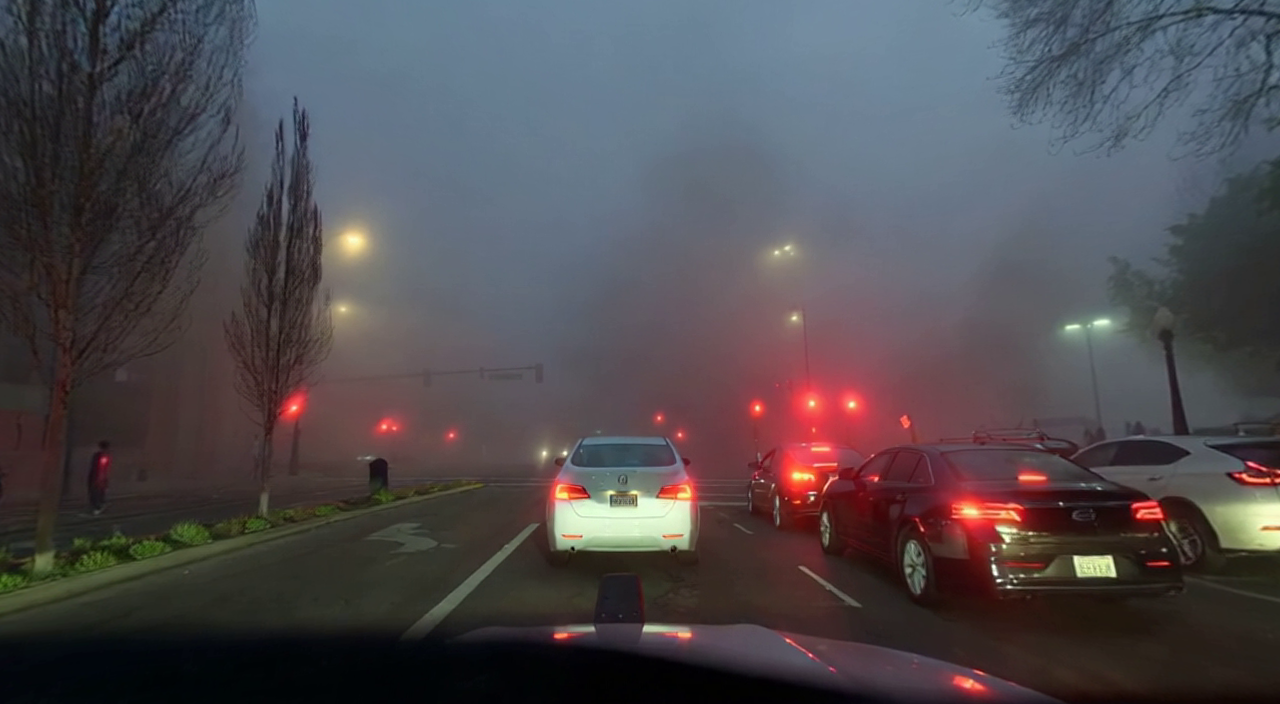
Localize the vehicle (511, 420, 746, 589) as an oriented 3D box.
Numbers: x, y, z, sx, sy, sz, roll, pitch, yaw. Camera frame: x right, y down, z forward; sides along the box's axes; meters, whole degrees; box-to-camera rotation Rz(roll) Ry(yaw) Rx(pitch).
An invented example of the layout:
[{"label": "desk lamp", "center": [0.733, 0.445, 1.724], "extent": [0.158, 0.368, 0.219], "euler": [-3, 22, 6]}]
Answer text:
[{"label": "vehicle", "center": [-0.135, 1.685, 7.800], "extent": [2.118, 1.512, 4.013], "euler": [0, -9, -1]}]

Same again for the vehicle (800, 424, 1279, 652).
[{"label": "vehicle", "center": [3.213, 1.548, 6.426], "extent": [1.912, 1.454, 4.537], "euler": [0, -9, -1]}]

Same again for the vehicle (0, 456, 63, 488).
[{"label": "vehicle", "center": [-31.726, 5.992, 31.563], "extent": [1.913, 1.531, 4.000], "euler": [-9, -12, 43]}]
